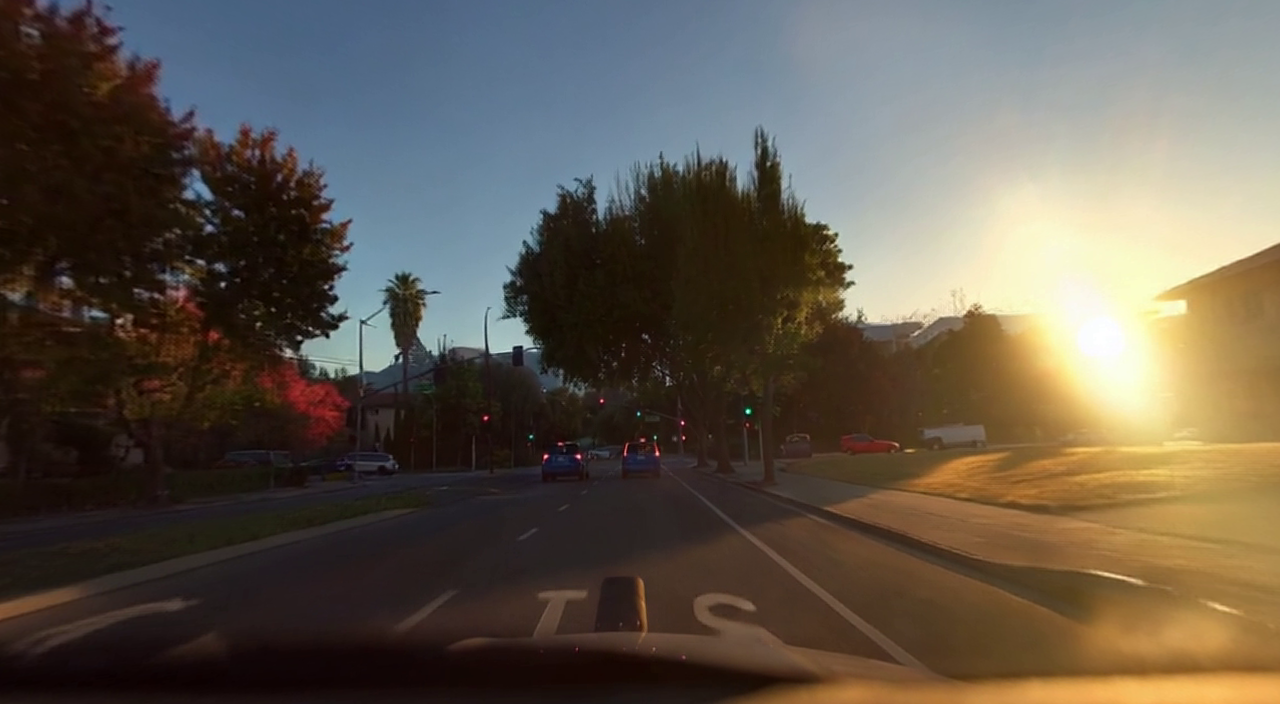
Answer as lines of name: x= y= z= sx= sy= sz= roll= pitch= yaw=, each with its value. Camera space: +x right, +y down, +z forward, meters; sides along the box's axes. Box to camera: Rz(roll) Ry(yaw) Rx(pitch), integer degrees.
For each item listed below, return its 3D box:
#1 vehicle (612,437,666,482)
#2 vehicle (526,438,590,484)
vehicle: x=-0.094 y=4.562 z=27.082 sx=2.088 sy=1.735 sz=4.801 roll=0 pitch=-9 yaw=-1
vehicle: x=-3.299 y=4.506 z=26.383 sx=2.097 sy=1.755 sz=4.336 roll=0 pitch=-9 yaw=0
